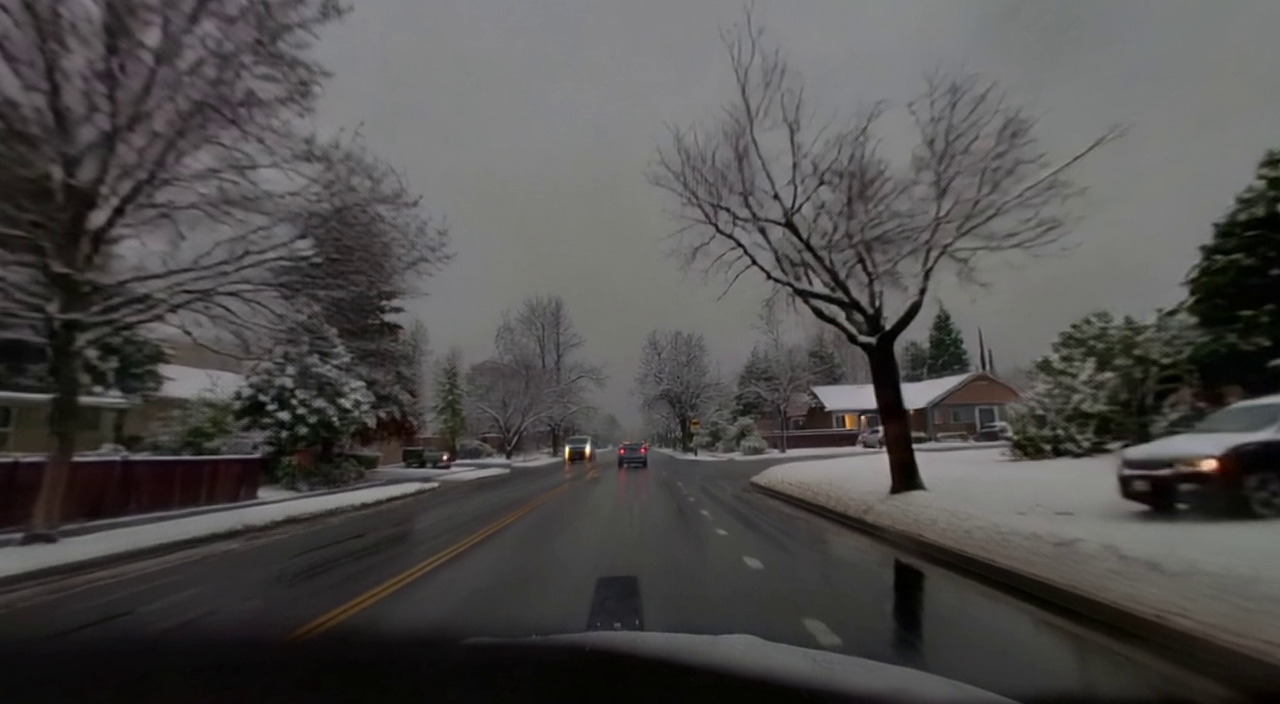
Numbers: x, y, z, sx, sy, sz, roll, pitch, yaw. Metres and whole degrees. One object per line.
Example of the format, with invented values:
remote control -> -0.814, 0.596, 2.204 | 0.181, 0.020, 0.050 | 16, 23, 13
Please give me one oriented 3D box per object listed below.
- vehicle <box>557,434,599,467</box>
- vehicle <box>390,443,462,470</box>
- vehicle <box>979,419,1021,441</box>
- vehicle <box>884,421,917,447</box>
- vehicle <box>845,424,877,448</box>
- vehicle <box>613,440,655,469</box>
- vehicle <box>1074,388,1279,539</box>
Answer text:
vehicle -> -4.492, 7.247, 46.740 | 2.451, 2.182, 5.485 | -3, -9, 1
vehicle -> -15.028, 7.354, 44.512 | 4.223, 1.753, 2.134 | 0, -8, 6
vehicle -> 25.225, 5.454, 44.349 | 1.603, 1.430, 3.662 | -3, -6, 15
vehicle -> 19.506, 6.138, 47.371 | 2.114, 1.677, 4.707 | -5, -6, 22
vehicle -> 16.891, 6.388, 48.150 | 1.979, 1.434, 4.607 | -7, -7, 21
vehicle -> -0.335, 5.471, 33.860 | 2.098, 1.483, 4.099 | 0, -9, -1
vehicle -> 8.701, 1.188, 8.069 | 4.740, 1.467, 2.074 | -6, -8, -4
